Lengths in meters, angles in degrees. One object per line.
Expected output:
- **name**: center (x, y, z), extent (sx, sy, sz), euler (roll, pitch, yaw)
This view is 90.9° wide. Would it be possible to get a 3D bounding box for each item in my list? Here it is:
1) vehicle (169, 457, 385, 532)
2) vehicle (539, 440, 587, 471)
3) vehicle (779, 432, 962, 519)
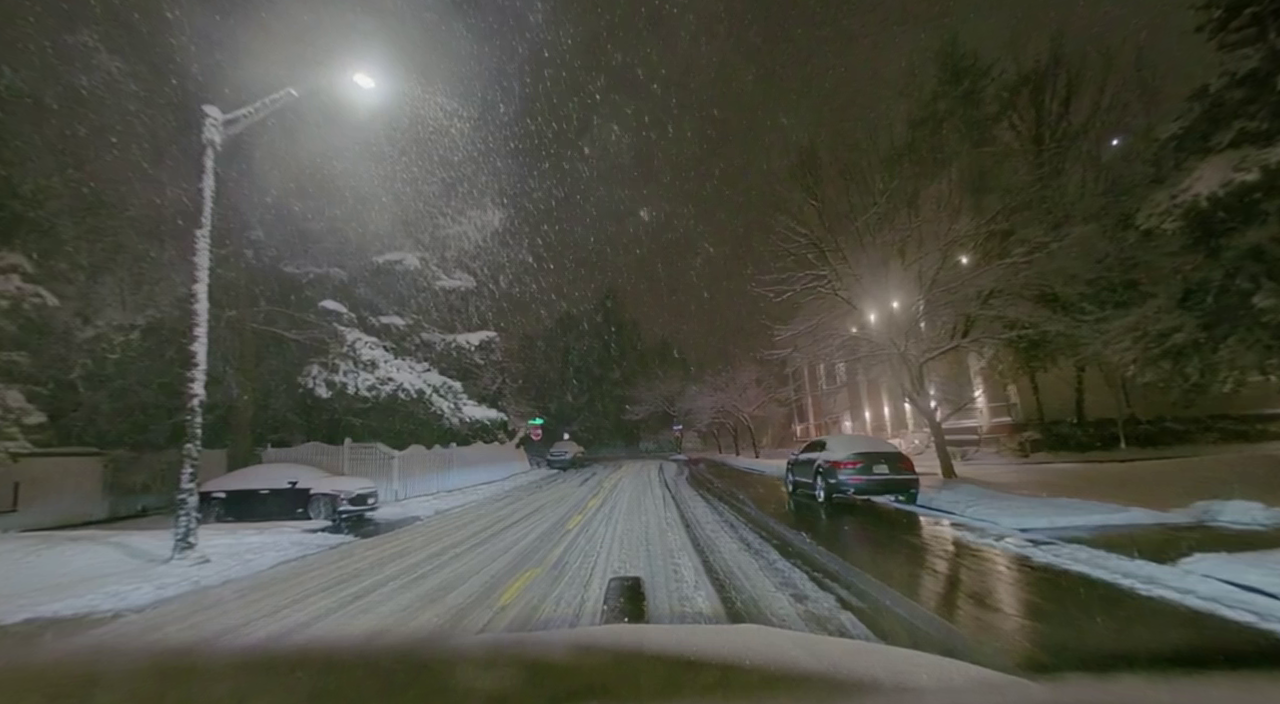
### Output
- **vehicle**: center (-8.638, 3.409, 15.327), extent (4.063, 1.483, 1.939), euler (-2, -8, -1)
- **vehicle**: center (-5.378, 7.299, 44.965), extent (2.308, 1.899, 6.107), euler (-2, -7, 4)
- **vehicle**: center (4.616, 2.547, 13.656), extent (2.109, 1.500, 5.070), euler (0, -8, 1)
